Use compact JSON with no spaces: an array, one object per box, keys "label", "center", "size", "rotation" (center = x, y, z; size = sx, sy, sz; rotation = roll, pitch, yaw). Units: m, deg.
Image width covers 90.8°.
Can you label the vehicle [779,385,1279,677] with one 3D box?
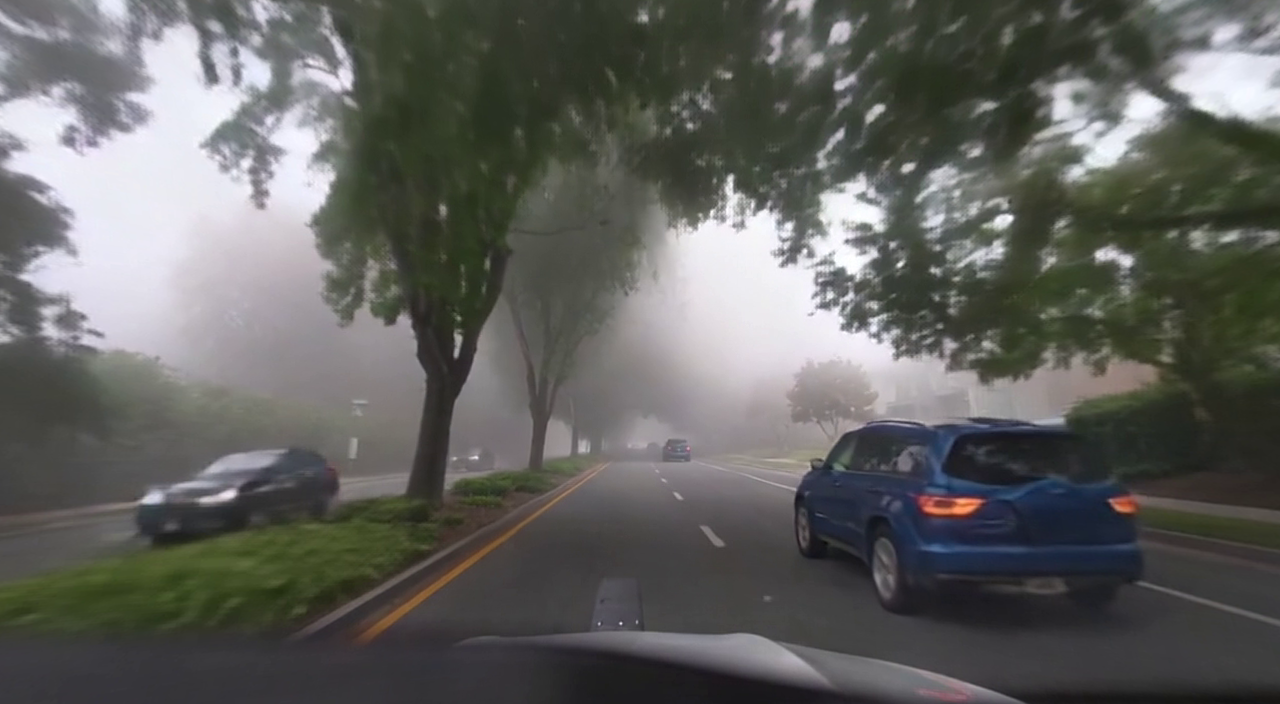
[{"label":"vehicle","center":[2.895,1.322,5.826],"size":[2.066,1.603,4.475],"rotation":[0,-9,-2]}]

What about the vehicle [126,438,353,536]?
[{"label":"vehicle","center":[-8.132,2.738,13.470],"size":[1.973,1.701,4.338],"rotation":[0,-9,0]}]

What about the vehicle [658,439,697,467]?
[{"label":"vehicle","center":[2.365,6.484,40.700],"size":[2.164,1.725,4.285],"rotation":[0,-9,-1]}]
